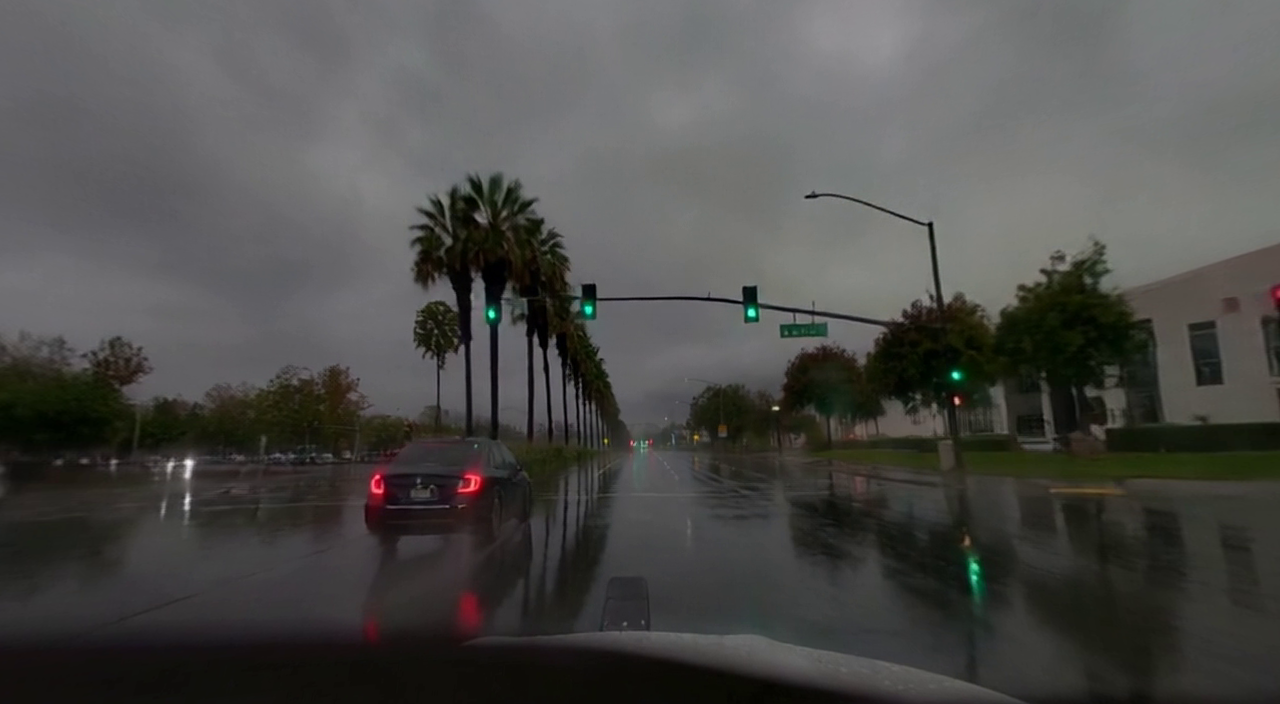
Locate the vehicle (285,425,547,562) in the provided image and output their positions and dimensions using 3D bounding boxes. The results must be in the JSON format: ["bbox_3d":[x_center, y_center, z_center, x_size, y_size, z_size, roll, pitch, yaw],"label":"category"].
[{"bbox_3d":[-2.925,1.973,9.665,2.162,1.549,4.795,0,-8,1],"label":"vehicle"}]

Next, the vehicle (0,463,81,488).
[{"bbox_3d":[-43.588,8.868,45.652,1.864,1.556,4.664,0,-8,1],"label":"vehicle"}]
